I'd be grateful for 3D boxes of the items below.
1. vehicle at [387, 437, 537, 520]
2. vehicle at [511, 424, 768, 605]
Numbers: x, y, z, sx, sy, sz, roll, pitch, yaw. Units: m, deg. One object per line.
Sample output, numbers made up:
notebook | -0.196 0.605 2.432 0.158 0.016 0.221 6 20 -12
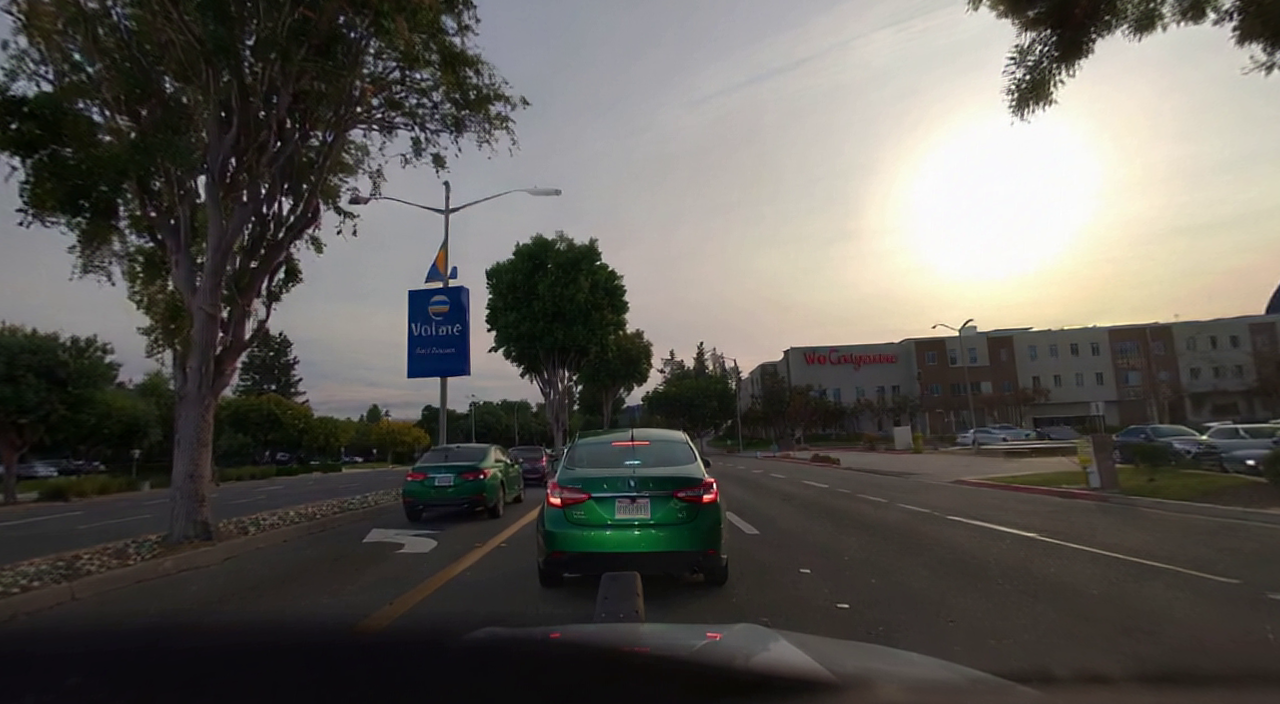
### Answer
vehicle | -3.488 2.548 13.308 1.952 1.431 4.383 0 -8 -1
vehicle | -0.059 1.639 7.293 2.126 1.475 3.967 0 -8 -2
